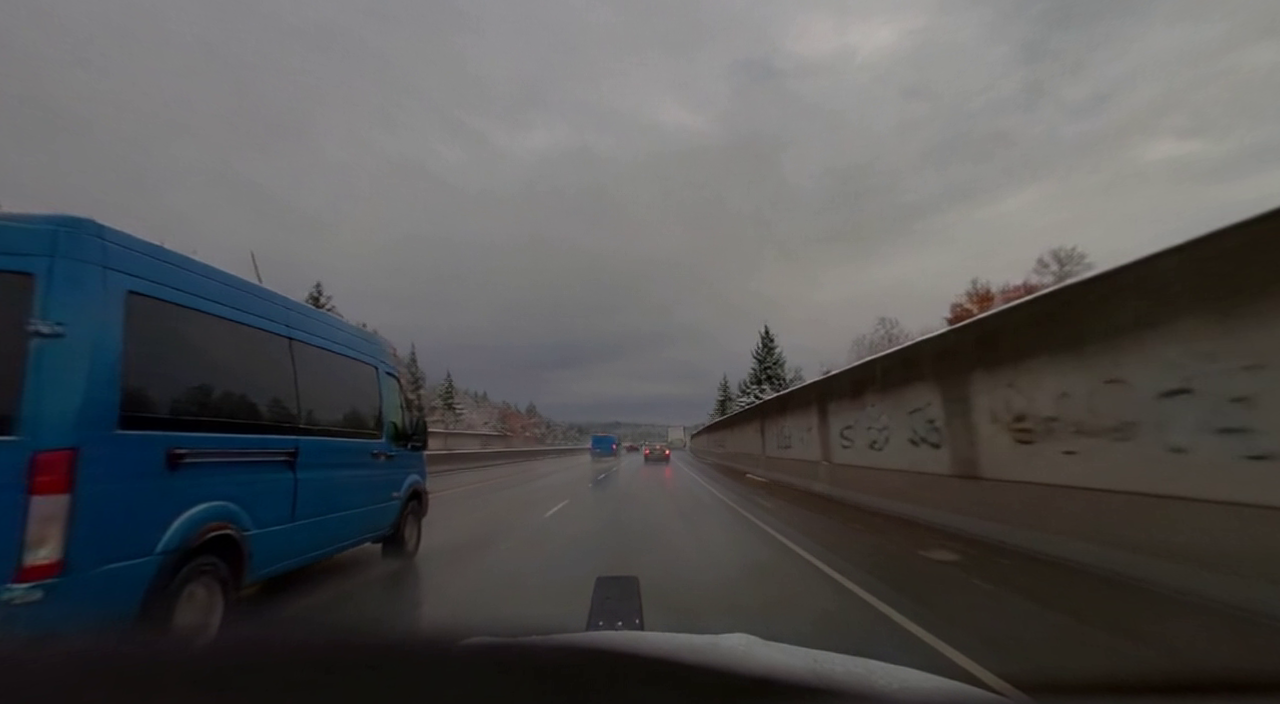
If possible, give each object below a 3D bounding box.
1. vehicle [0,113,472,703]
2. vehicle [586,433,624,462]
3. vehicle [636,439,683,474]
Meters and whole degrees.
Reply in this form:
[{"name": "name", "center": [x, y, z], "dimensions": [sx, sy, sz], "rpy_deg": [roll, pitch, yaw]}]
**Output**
[{"name": "vehicle", "center": [-3.564, 0.747, 5.648], "dimensions": [2.297, 2.687, 6.317], "rpy_deg": [0, -8, 1]}, {"name": "vehicle", "center": [-2.498, 7.025, 46.421], "dimensions": [2.199, 1.973, 5.078], "rpy_deg": [0, -8, 3]}, {"name": "vehicle", "center": [0.894, 4.850, 29.498], "dimensions": [2.071, 1.487, 3.948], "rpy_deg": [0, -8, 1]}]
